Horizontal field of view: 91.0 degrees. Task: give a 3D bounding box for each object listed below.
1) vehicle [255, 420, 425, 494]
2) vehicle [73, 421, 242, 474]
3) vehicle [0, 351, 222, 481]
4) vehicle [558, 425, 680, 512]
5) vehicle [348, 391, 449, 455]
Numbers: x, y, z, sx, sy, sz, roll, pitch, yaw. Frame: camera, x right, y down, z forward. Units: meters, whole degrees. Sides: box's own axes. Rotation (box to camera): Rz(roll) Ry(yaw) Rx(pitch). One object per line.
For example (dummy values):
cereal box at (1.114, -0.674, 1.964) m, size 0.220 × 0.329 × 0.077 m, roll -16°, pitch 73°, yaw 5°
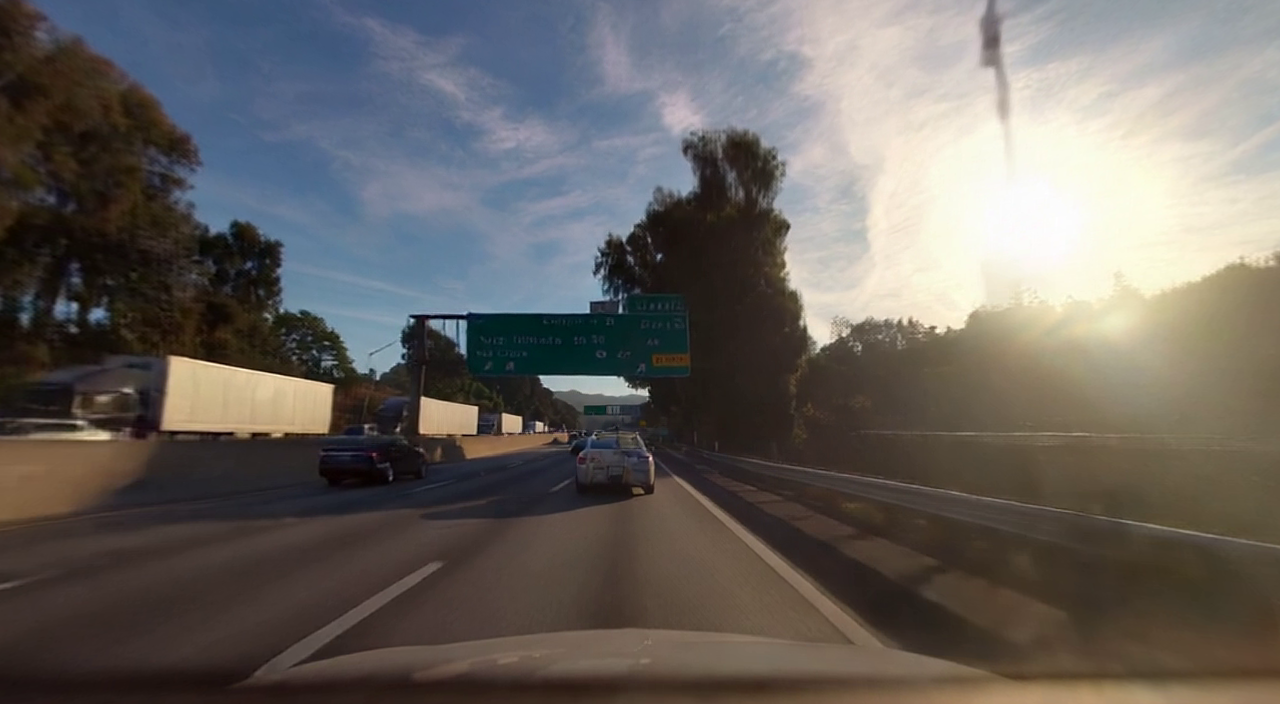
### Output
vehicle at (-7.633, 2.719, 16.656) m, size 2.325 × 1.663 × 4.426 m, roll 0°, pitch -8°, yaw 0°
vehicle at (-14.901, 2.981, 19.796) m, size 1.865 × 1.476 × 4.348 m, roll 0°, pitch -8°, yaw 0°
vehicle at (-19.003, 2.444, 22.814) m, size 2.695 × 3.963 × 7.031 m, roll 0°, pitch -8°, yaw -1°
vehicle at (-0.368, 2.361, 13.299) m, size 2.127 × 1.497 × 4.445 m, roll 0°, pitch -8°, yaw 0°
vehicle at (-15.280, 4.730, 40.790) m, size 3.034 × 3.627 × 9.026 m, roll 0°, pitch -8°, yaw 0°
